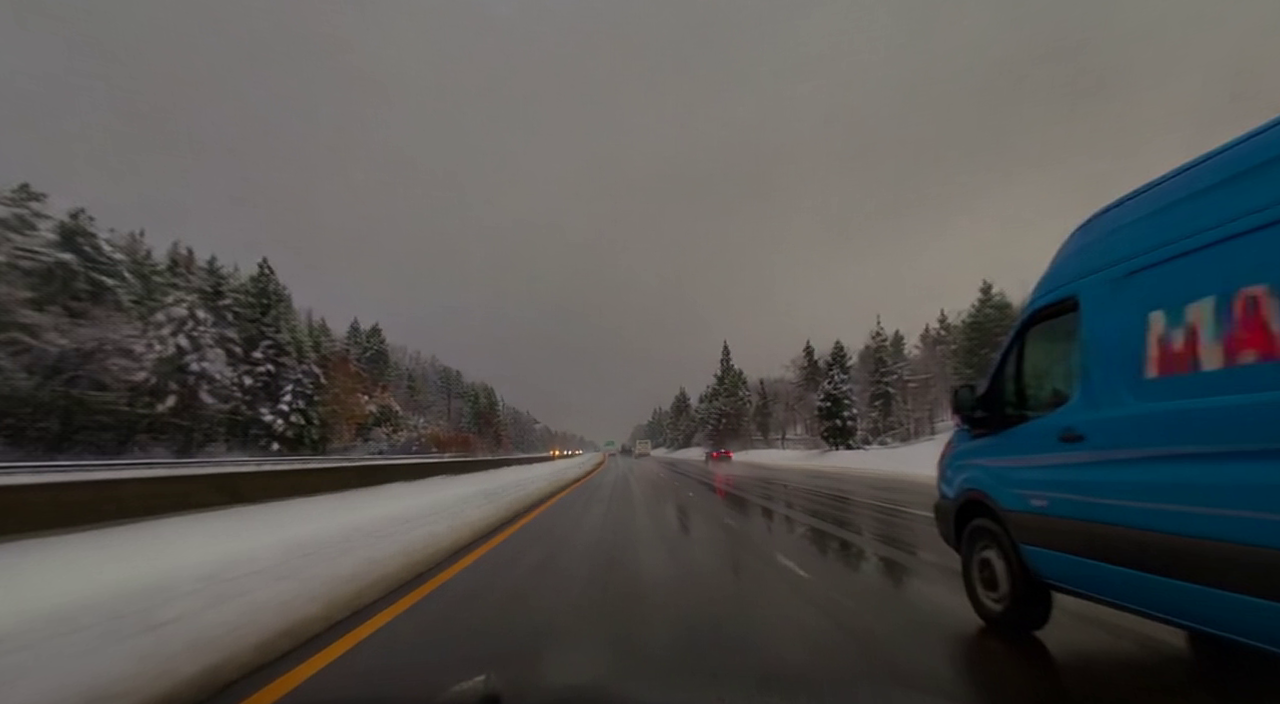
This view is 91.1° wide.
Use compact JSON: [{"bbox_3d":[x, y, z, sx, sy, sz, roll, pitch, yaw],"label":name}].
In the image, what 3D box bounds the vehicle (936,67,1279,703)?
[{"bbox_3d":[3.483,0.125,0.920,2.355,2.664,7.367,0,-9,-1],"label":"vehicle"}]
